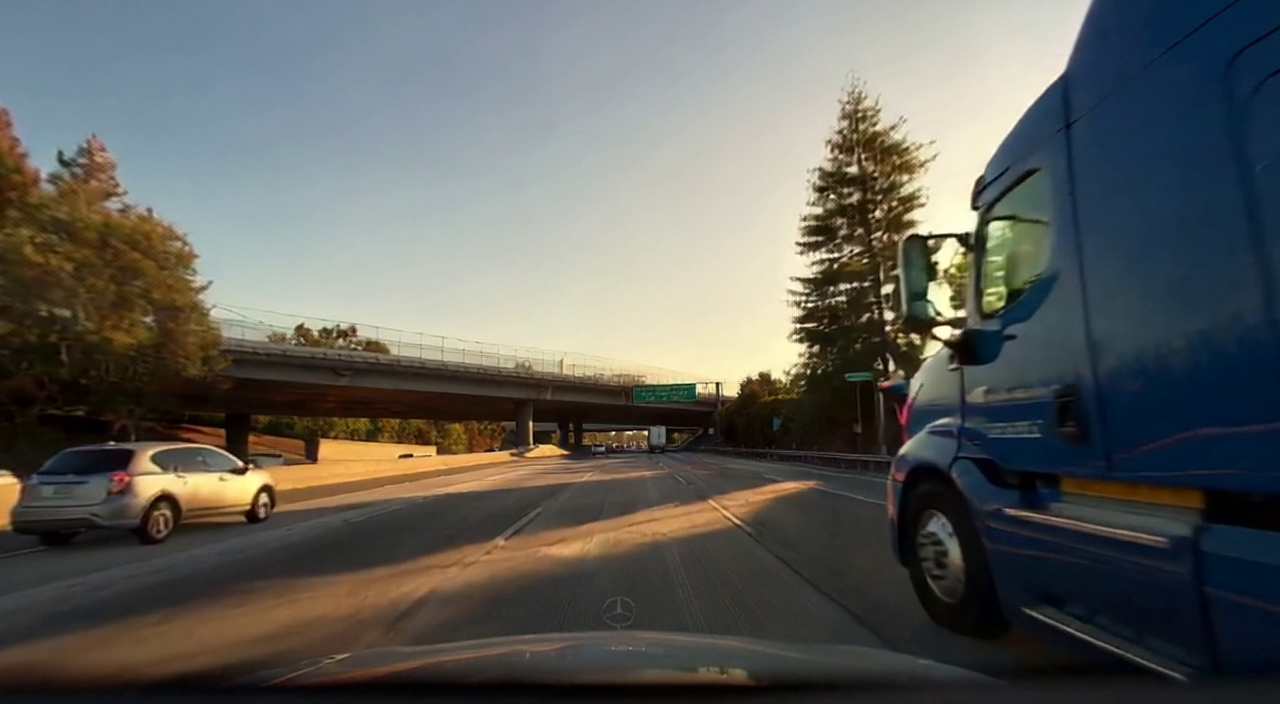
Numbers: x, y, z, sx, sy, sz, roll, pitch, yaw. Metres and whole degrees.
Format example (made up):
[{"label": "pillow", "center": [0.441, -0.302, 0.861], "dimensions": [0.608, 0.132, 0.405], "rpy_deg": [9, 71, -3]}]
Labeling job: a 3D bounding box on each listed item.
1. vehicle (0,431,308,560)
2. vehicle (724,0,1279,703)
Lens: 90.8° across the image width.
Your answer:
[{"label": "vehicle", "center": [-7.340, 2.026, 9.723], "dimensions": [2.033, 1.494, 4.508], "rpy_deg": [0, -9, -1]}, {"label": "vehicle", "center": [3.109, 0.144, 5.501], "dimensions": [2.985, 3.985, 10.516], "rpy_deg": [0, -9, -2]}]
